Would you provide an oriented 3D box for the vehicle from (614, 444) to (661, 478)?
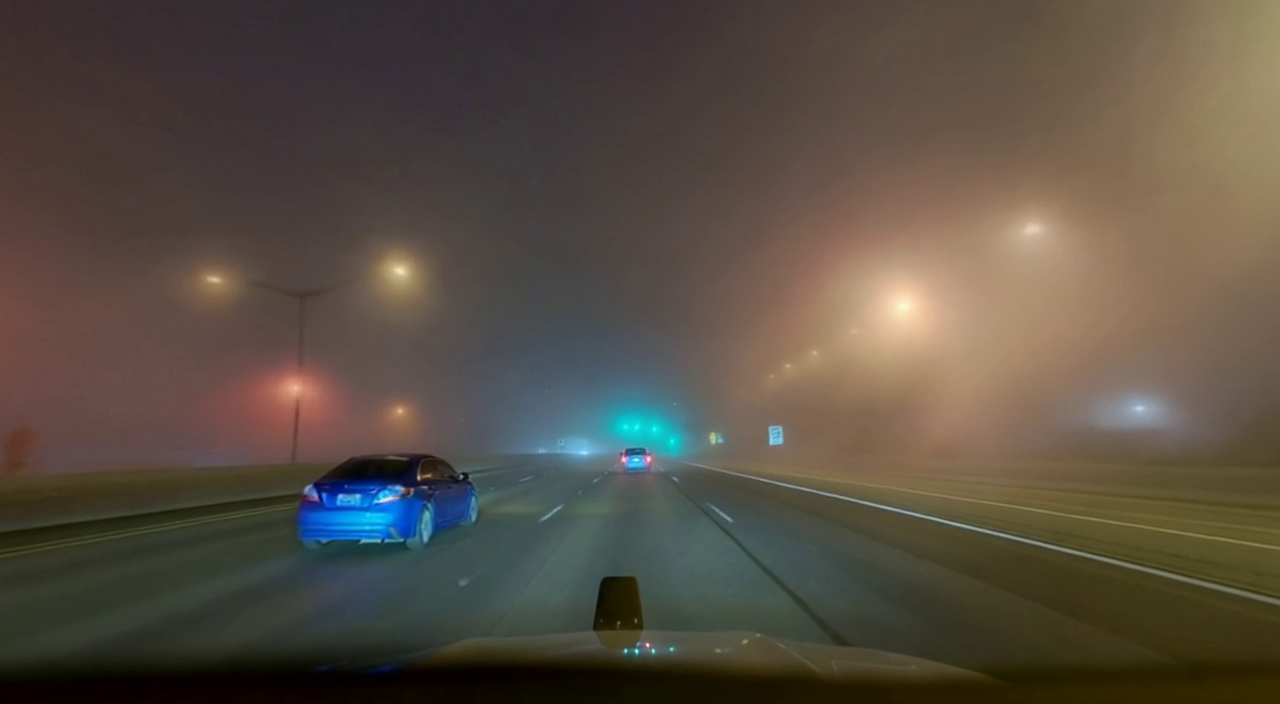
[{"bbox_3d":[-0.124,5.155,29.924,2.055,1.501,4.321,0,-9,-1],"label":"vehicle"}]
